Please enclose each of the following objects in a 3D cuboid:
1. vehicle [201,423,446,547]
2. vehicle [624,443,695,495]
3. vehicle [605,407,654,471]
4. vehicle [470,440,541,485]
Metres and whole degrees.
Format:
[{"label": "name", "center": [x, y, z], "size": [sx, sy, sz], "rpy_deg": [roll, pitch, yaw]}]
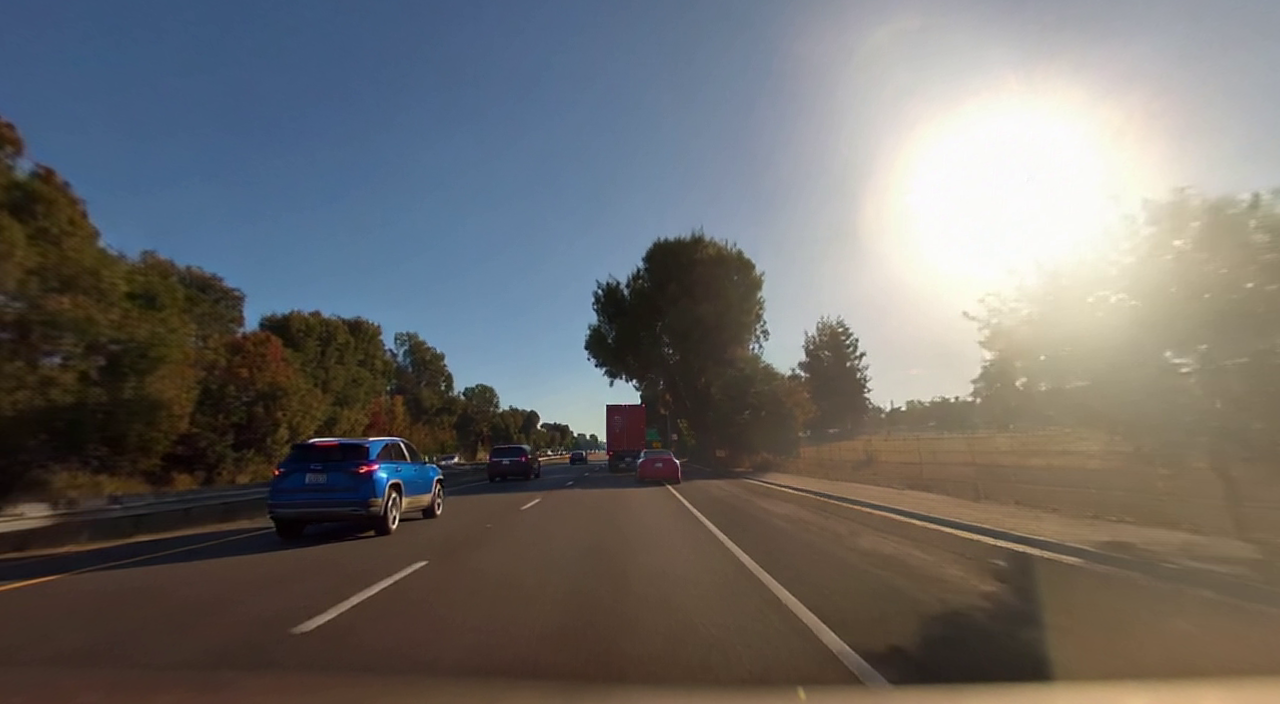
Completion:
[{"label": "vehicle", "center": [-5.021, 2.157, 10.775], "size": [2.100, 1.671, 4.105], "rpy_deg": [0, -9, -1]}, {"label": "vehicle", "center": [0.525, 3.748, 20.474], "size": [2.026, 1.489, 4.045], "rpy_deg": [0, -9, -2]}, {"label": "vehicle", "center": [-0.916, 6.380, 45.525], "size": [3.113, 4.066, 10.786], "rpy_deg": [0, -9, -3]}, {"label": "vehicle", "center": [-5.368, 4.467, 25.549], "size": [2.035, 1.664, 4.064], "rpy_deg": [0, -9, -1]}]
